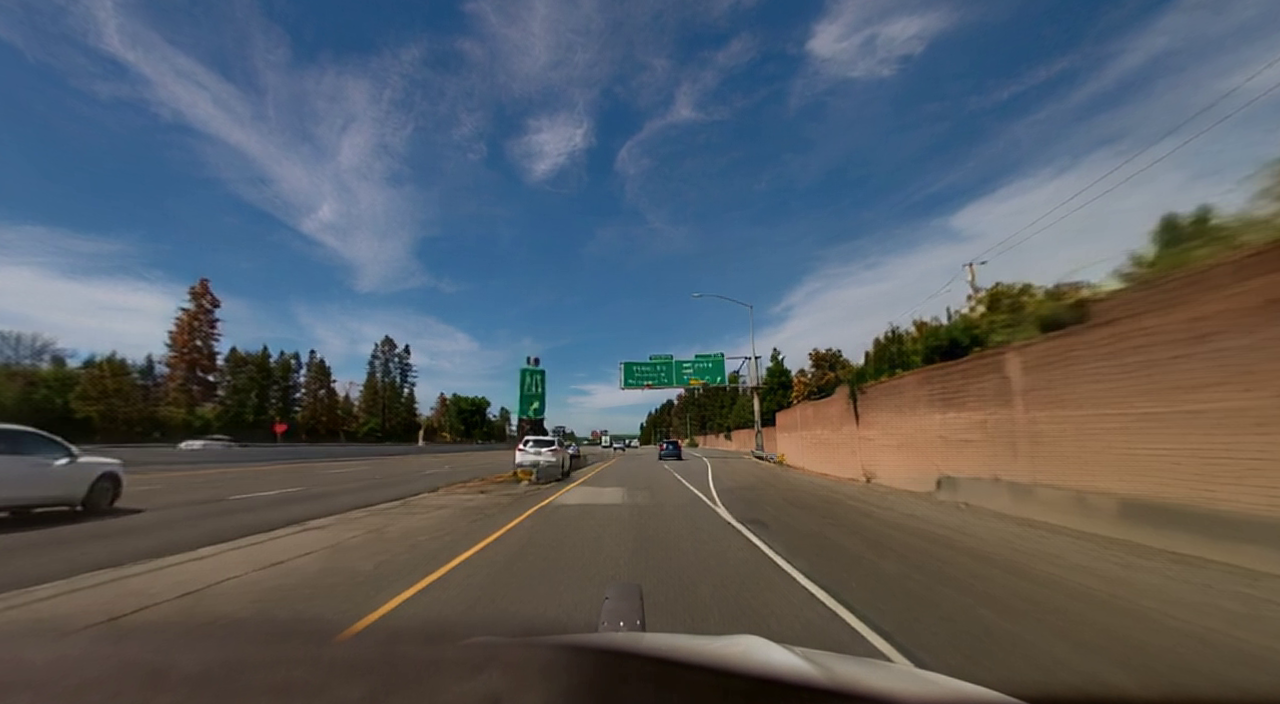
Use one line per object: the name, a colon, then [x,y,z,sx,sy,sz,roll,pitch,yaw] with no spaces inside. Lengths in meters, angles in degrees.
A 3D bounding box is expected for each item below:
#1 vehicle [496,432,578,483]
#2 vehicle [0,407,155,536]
vehicle: [-3.671,3.884,23.453,2.151,1.707,4.759,0,-9,1]
vehicle: [-9.146,1.539,8.108,2.025,1.618,4.683,0,-9,0]
